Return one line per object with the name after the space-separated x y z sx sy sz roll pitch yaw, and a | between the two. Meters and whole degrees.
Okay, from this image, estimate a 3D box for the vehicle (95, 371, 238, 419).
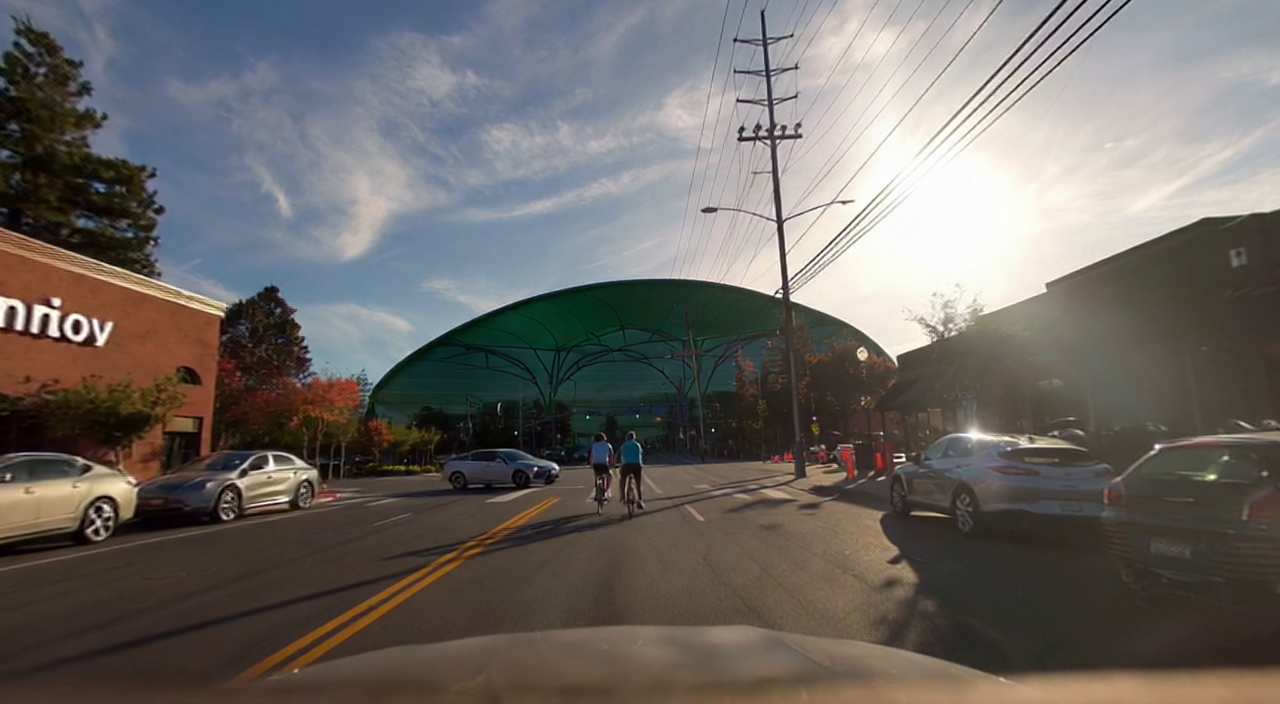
-17.109 1.598 22.969 3.685 1.584 1.708 1 -9 -3 | vehicle

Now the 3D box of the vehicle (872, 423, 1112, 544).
5.823 2.193 11.156 1.873 1.714 3.979 0 -8 0 | vehicle

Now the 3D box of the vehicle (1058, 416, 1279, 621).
5.890 1.357 5.367 1.900 1.566 3.995 0 -8 0 | vehicle

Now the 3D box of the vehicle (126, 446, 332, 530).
-10.274 3.372 16.426 2.075 1.816 4.900 0 -8 -1 | vehicle

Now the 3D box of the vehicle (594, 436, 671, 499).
-0.194 3.606 20.170 2.190 1.783 4.048 0 -8 1 | vehicle

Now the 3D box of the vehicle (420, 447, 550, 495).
-6.271 4.838 26.096 4.961 1.832 2.287 1 -9 -10 | vehicle

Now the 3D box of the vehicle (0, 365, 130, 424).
-17.263 1.261 18.097 3.750 1.495 1.727 -1 -8 -2 | vehicle

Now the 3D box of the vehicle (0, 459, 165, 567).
-10.230 2.494 9.989 1.904 1.495 4.585 0 -9 -1 | vehicle
